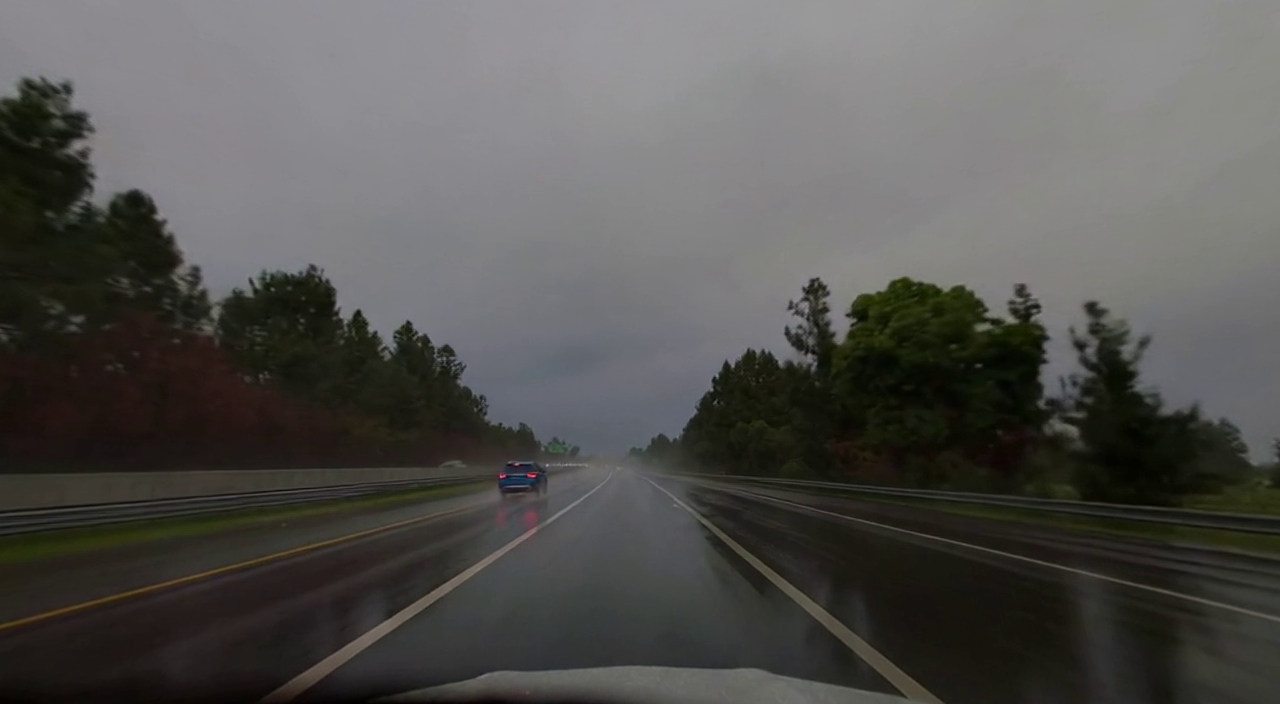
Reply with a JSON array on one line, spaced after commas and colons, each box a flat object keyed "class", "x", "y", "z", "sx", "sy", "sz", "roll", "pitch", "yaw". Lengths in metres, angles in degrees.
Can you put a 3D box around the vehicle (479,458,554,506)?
[{"class": "vehicle", "x": -4.453, "y": 4.766, "z": 23.360, "sx": 2.025, "sy": 1.584, "sz": 3.657, "roll": 1, "pitch": -10, "yaw": 0}]
